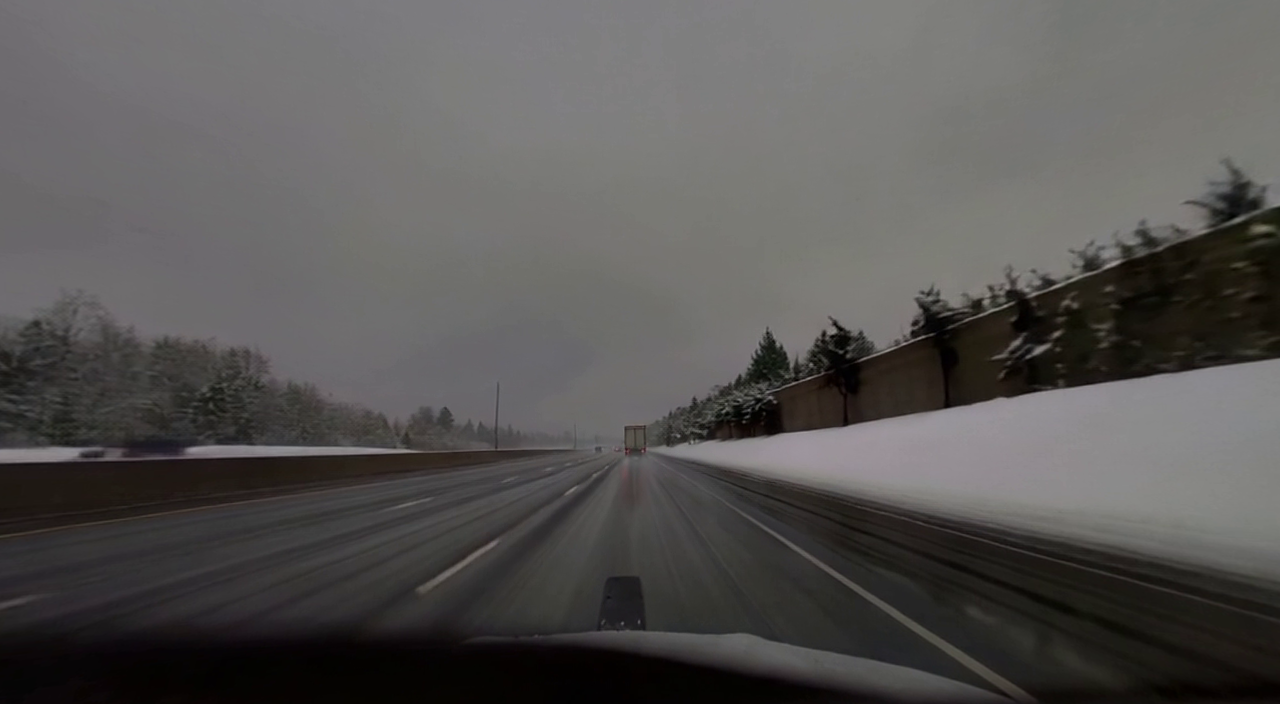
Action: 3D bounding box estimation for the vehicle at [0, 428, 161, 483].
[{"bbox_3d":[-19.795,3.659,22.380,2.097,1.728,4.316,0,-9,0],"label":"vehicle"}]
